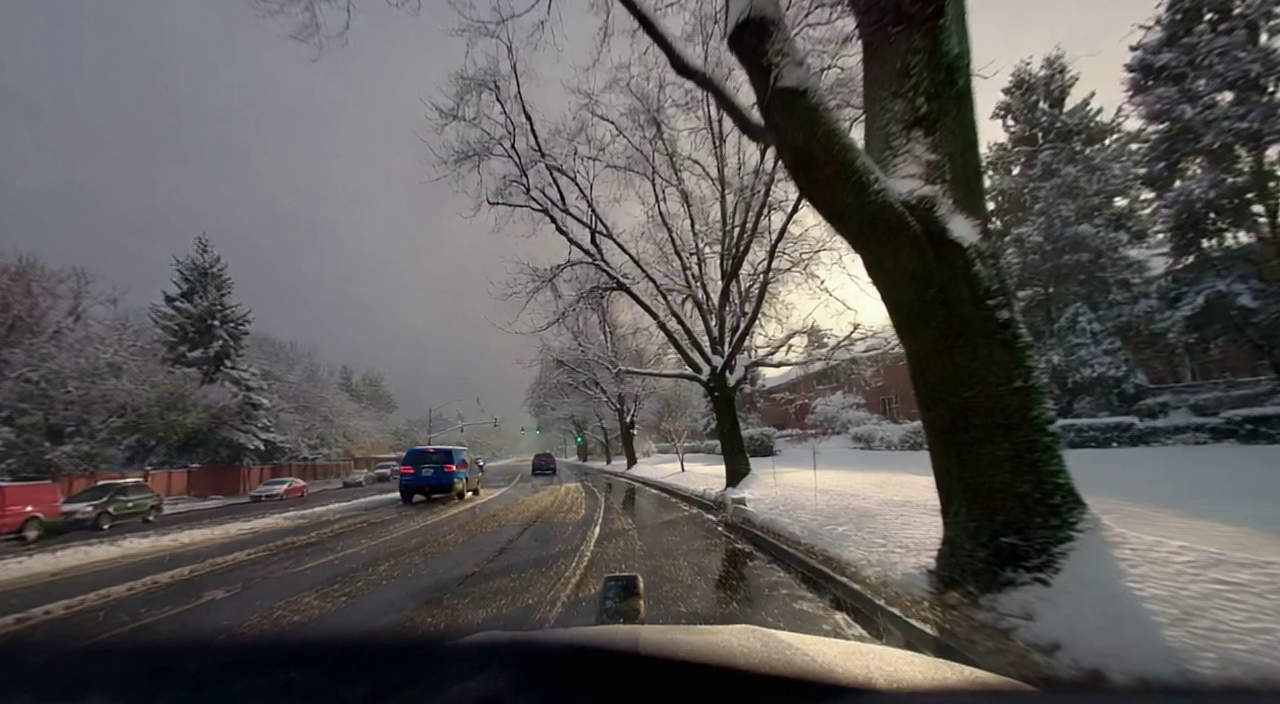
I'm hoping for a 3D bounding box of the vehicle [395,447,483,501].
[{"bbox_3d":[-7.244,4.406,23.313,2.097,1.755,4.336,0,-9,-4],"label":"vehicle"}]

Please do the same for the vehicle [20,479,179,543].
[{"bbox_3d":[-17.279,5.047,20.528,1.898,1.477,4.184,-2,-8,-8],"label":"vehicle"}]

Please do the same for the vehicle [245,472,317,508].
[{"bbox_3d":[-19.648,7.539,34.789,1.874,1.392,4.633,-5,-8,-10],"label":"vehicle"}]
